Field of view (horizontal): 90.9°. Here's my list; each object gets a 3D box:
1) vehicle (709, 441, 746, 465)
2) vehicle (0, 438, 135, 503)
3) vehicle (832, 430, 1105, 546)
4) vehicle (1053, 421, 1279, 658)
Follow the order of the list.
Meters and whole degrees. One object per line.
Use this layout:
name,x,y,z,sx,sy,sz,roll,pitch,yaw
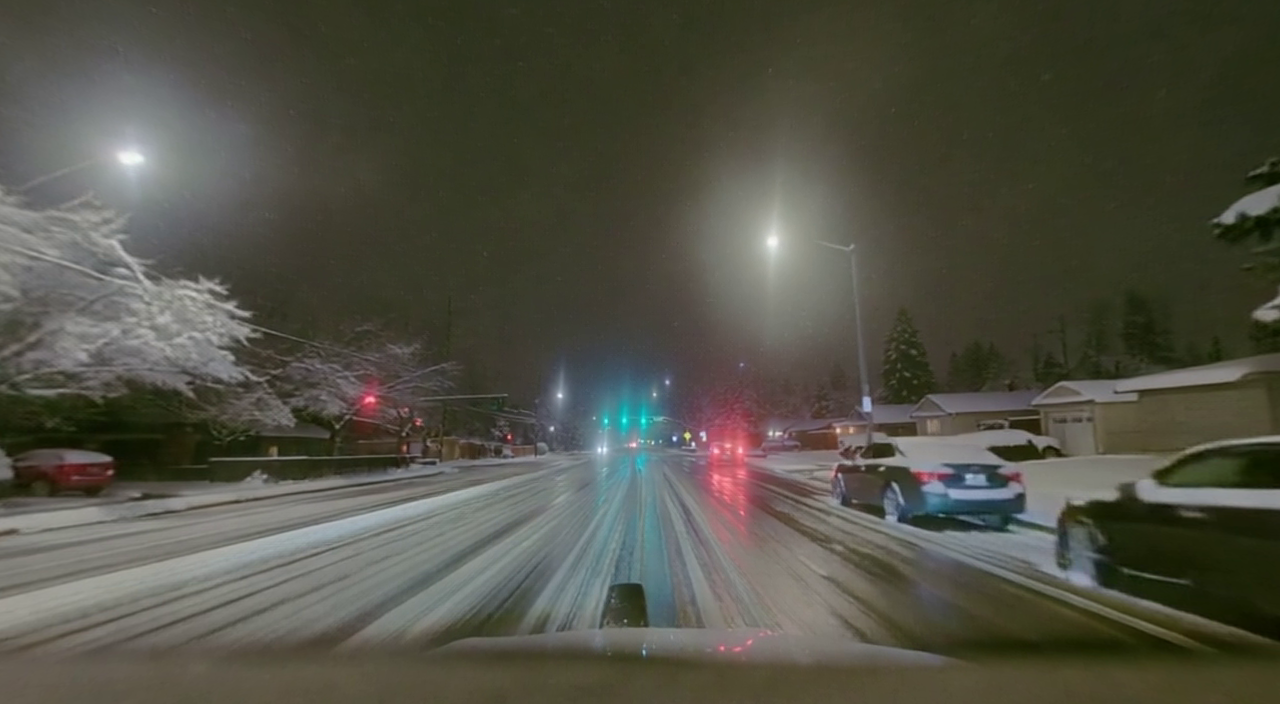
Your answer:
vehicle,5.861,6.822,42.745,1.950,1.567,4.083,0,-8,1
vehicle,-19.339,3.743,20.142,4.609,1.948,1.995,0,-8,1
vehicle,5.142,2.172,10.879,1.997,1.521,4.747,0,-8,-2
vehicle,5.000,1.192,4.056,1.895,1.487,4.176,0,-8,1
